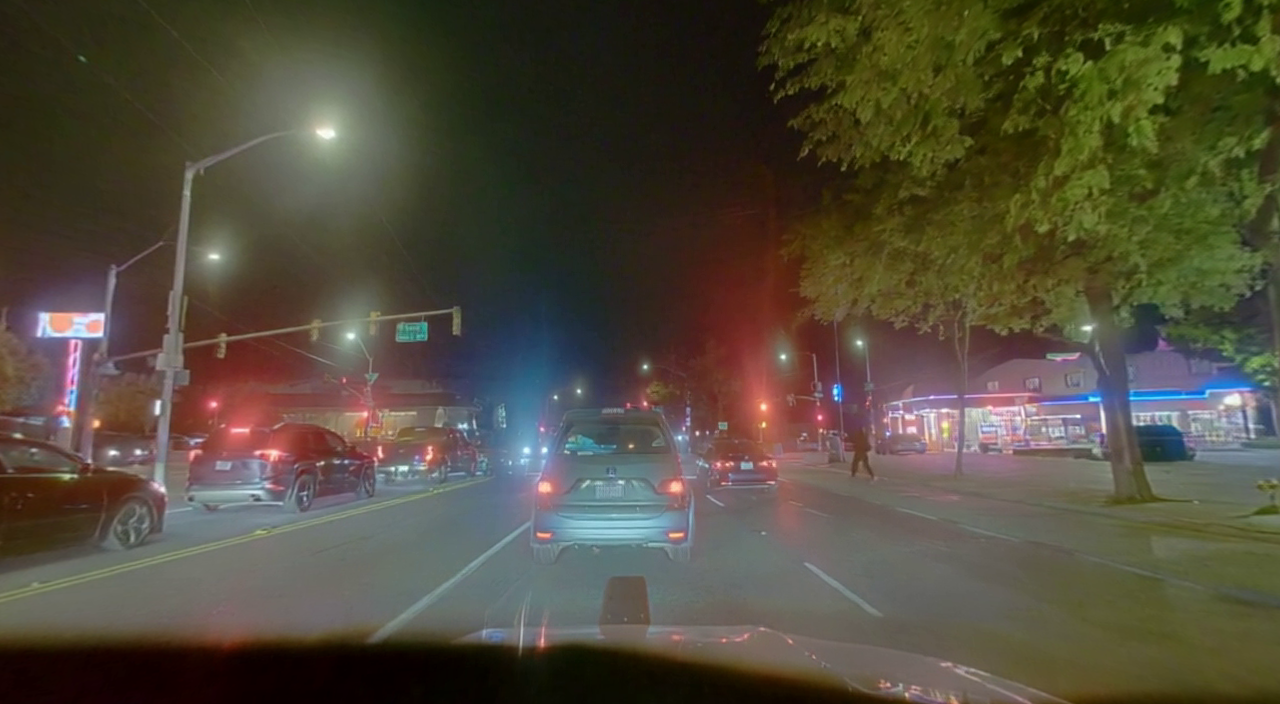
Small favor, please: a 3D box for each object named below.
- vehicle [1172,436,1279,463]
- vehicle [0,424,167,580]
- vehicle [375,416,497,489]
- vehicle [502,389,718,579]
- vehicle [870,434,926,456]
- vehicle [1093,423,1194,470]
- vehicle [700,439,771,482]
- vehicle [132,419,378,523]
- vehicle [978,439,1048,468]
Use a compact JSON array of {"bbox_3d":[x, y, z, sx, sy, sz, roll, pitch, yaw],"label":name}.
[{"bbox_3d":[29.690,4.891,31.680,4.176,1.313,1.719,0,-8,2],"label":"vehicle"},{"bbox_3d":[-6.965,1.396,5.816,1.831,1.451,4.382,0,-8,-1],"label":"vehicle"},{"bbox_3d":[-6.476,3.264,20.681,2.496,2.112,4.351,0,-8,0],"label":"vehicle"},{"bbox_3d":[-0.313,1.588,8.279,2.064,1.817,4.298,0,-8,-1],"label":"vehicle"},{"bbox_3d":[20.102,7.255,49.046,4.361,1.653,2.034,6,-11,-37],"label":"vehicle"},{"bbox_3d":[19.239,3.597,24.030,4.156,1.622,1.924,6,-11,-37],"label":"vehicle"},{"bbox_3d":[3.429,4.009,23.513,2.023,1.441,4.240,0,-8,1],"label":"vehicle"},{"bbox_3d":[-7.162,2.258,12.458,1.941,1.655,4.503,0,-8,1],"label":"vehicle"},{"bbox_3d":[20.103,5.405,33.916,3.836,1.443,1.694,5,-10,-35],"label":"vehicle"}]
